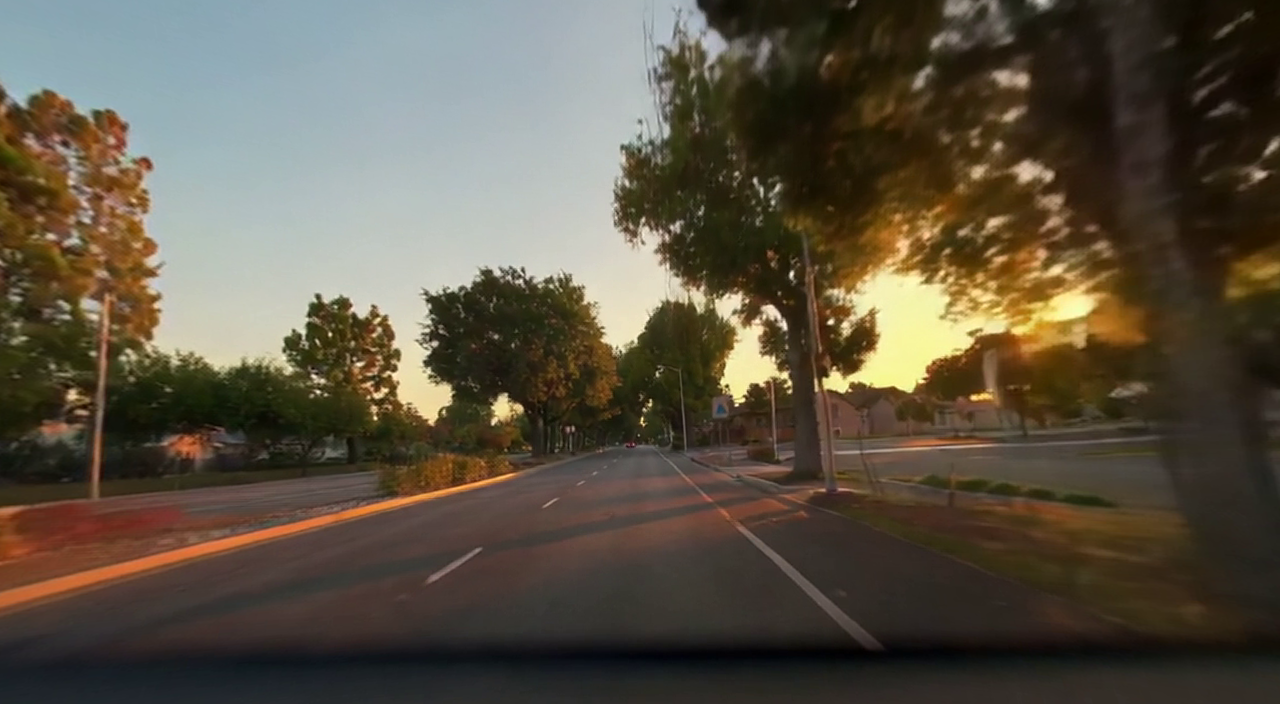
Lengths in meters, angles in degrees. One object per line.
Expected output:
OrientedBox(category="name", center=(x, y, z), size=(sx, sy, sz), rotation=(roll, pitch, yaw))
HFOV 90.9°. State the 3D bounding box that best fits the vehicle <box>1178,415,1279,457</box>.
OrientedBox(category="vehicle", center=(21.883, 2.944, 22.053), size=(4.271, 1.424, 1.941), rotation=(0, -8, 1))
